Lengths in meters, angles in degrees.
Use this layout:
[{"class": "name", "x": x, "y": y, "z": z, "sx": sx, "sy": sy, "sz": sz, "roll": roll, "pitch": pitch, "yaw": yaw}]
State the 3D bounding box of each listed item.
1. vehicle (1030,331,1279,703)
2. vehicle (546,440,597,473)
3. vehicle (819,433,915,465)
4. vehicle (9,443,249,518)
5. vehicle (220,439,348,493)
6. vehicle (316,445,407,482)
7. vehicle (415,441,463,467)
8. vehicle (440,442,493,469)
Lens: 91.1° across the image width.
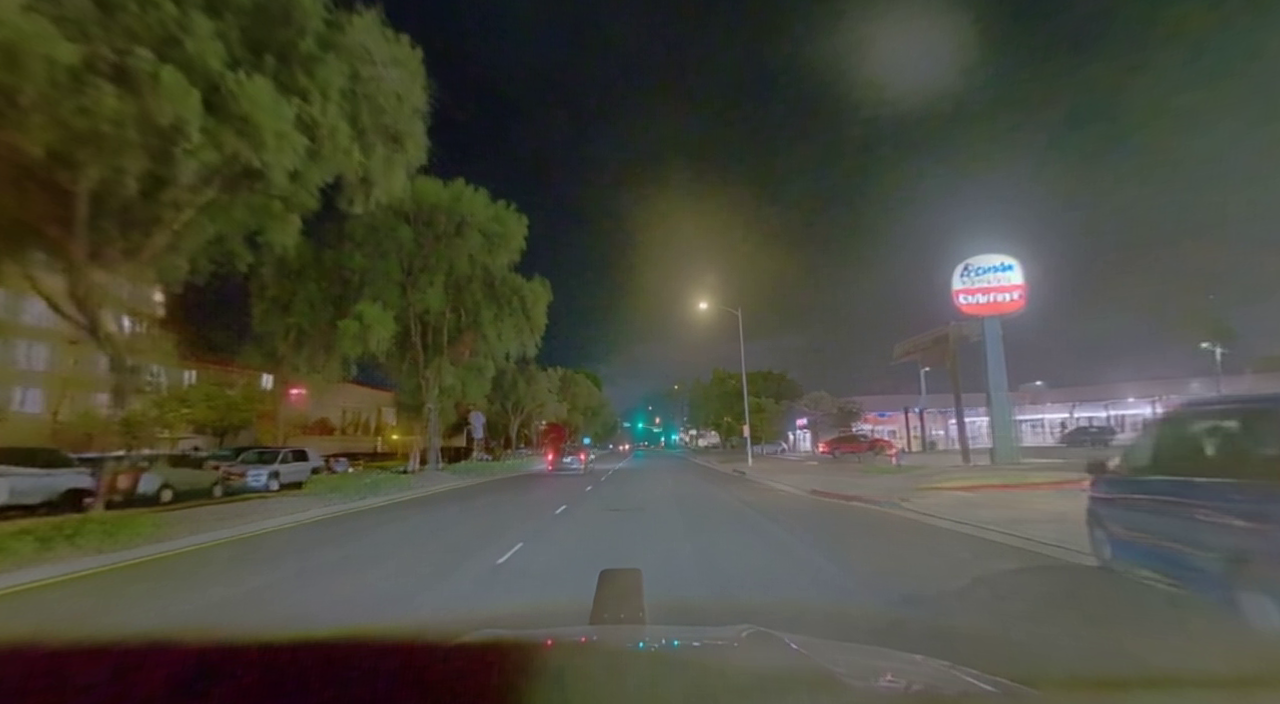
[{"class": "vehicle", "x": 4.302, "y": 1.036, "z": 4.172, "sx": 2.293, "sy": 1.779, "sz": 4.457, "roll": -4, "pitch": -9, "yaw": 25}, {"class": "vehicle", "x": -3.293, "y": 5.091, "z": 30.891, "sx": 1.966, "sy": 1.481, "sz": 4.385, "roll": 0, "pitch": -8, "yaw": 1}, {"class": "vehicle", "x": 11.108, "y": 4.765, "z": 30.959, "sx": 3.935, "sy": 1.518, "sz": 1.985, "roll": 0, "pitch": -8, "yaw": -2}, {"class": "vehicle", "x": -11.717, "y": 2.929, "z": 14.915, "sx": 1.959, "sy": 1.488, "sz": 4.390, "roll": 0, "pitch": -8, "yaw": 1}, {"class": "vehicle", "x": -11.866, "y": 3.812, "z": 21.319, "sx": 1.852, "sy": 1.621, "sz": 4.166, "roll": 0, "pitch": -8, "yaw": 1}, {"class": "vehicle", "x": -12.045, "y": 4.812, "z": 27.537, "sx": 1.948, "sy": 1.453, "sz": 4.431, "roll": 0, "pitch": -8, "yaw": 0}, {"class": "vehicle", "x": -14.968, "y": 7.600, "z": 47.122, "sx": 1.936, "sy": 1.813, "sz": 4.921, "roll": -1, "pitch": -8, "yaw": 0}, {"class": "vehicle", "x": -11.717, "y": 7.009, "z": 42.757, "sx": 2.024, "sy": 1.656, "sz": 4.837, "roll": -1, "pitch": -8, "yaw": 2}]
